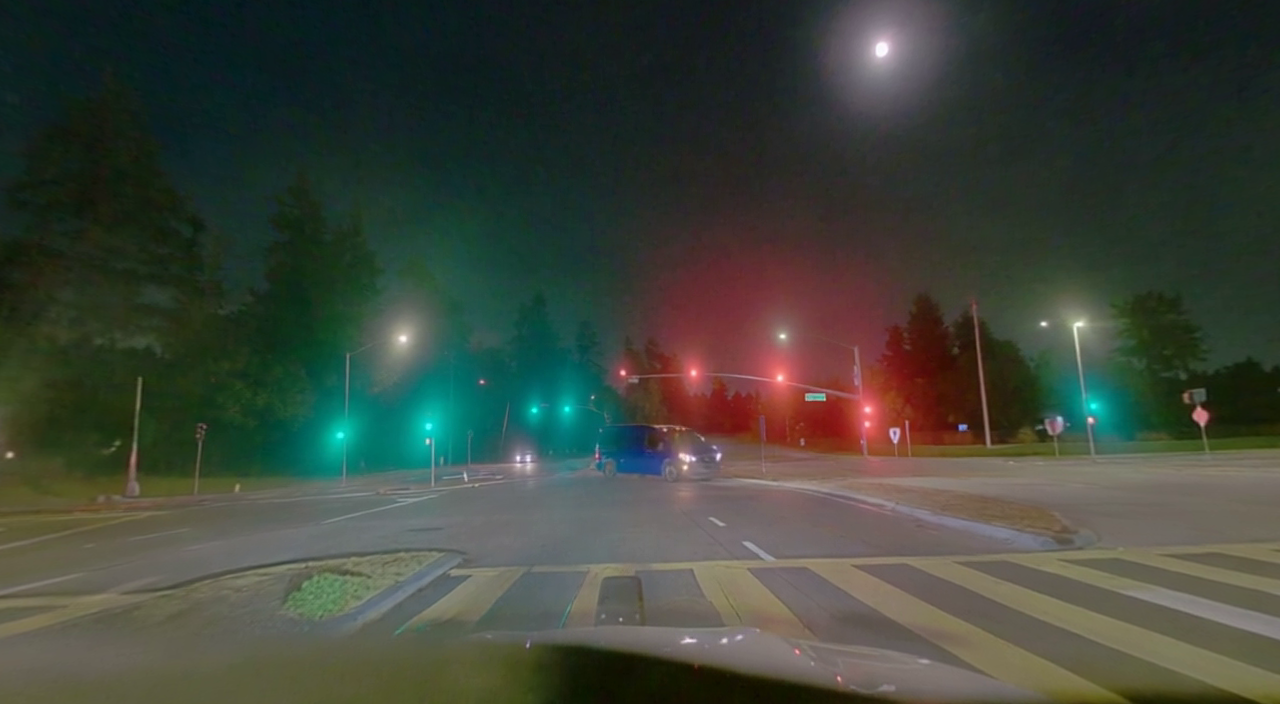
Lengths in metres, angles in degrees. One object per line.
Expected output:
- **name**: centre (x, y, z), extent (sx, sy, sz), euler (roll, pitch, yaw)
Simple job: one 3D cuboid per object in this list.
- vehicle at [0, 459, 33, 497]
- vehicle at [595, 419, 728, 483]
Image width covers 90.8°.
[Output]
- **vehicle**: centre (-47.651, 9.373, 47.119), extent (2.529, 2.543, 5.861), euler (6, -10, -37)
- **vehicle**: centre (0.770, 4.235, 27.261), extent (2.465, 2.404, 5.791), euler (7, -11, -39)
